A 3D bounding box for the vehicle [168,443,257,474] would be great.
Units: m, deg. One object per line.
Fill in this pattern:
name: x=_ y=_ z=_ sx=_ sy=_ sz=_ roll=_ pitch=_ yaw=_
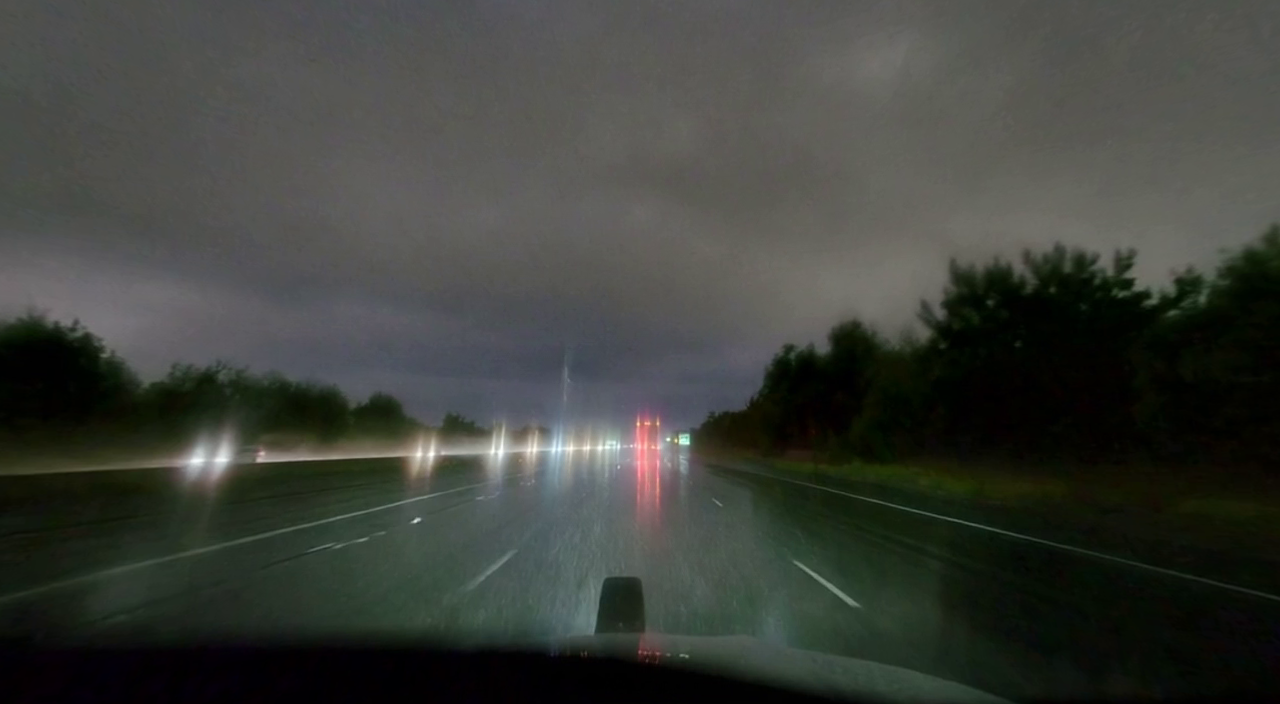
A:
vehicle: x=-29.024 y=7.243 z=43.038 sx=2.151 sy=1.953 sz=5.547 roll=0 pitch=-9 yaw=1
